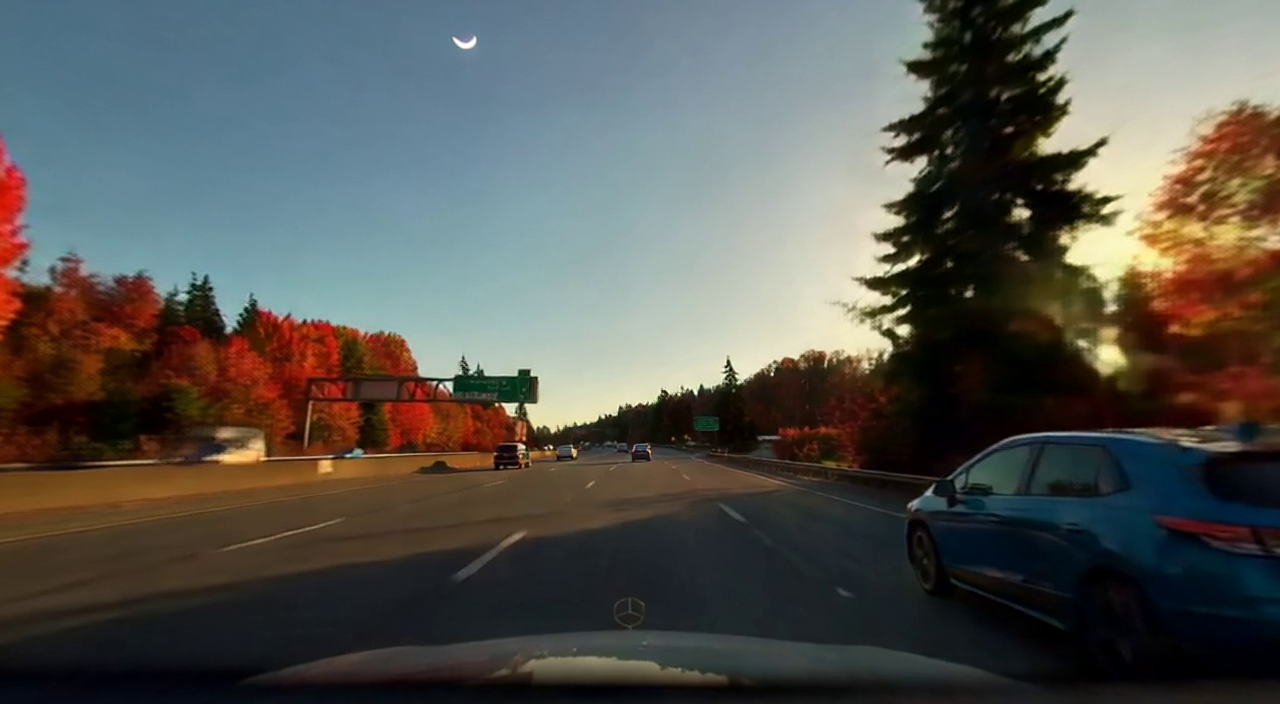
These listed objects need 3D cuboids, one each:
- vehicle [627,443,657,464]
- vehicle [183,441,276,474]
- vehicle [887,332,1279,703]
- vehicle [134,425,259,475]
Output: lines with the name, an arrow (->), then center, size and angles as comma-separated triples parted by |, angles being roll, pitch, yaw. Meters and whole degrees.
vehicle -> 0.154, 7.240, 45.065 | 1.985, 1.450, 4.266 | 0, -8, 0
vehicle -> -20.625, 5.281, 31.872 | 1.859, 1.539, 4.123 | 0, -8, 1
vehicle -> 3.330, 0.996, 3.621 | 2.120, 1.706, 4.226 | 0, -8, 0
vehicle -> -24.393, 5.427, 35.110 | 2.350, 2.471, 6.221 | 0, -8, 0
